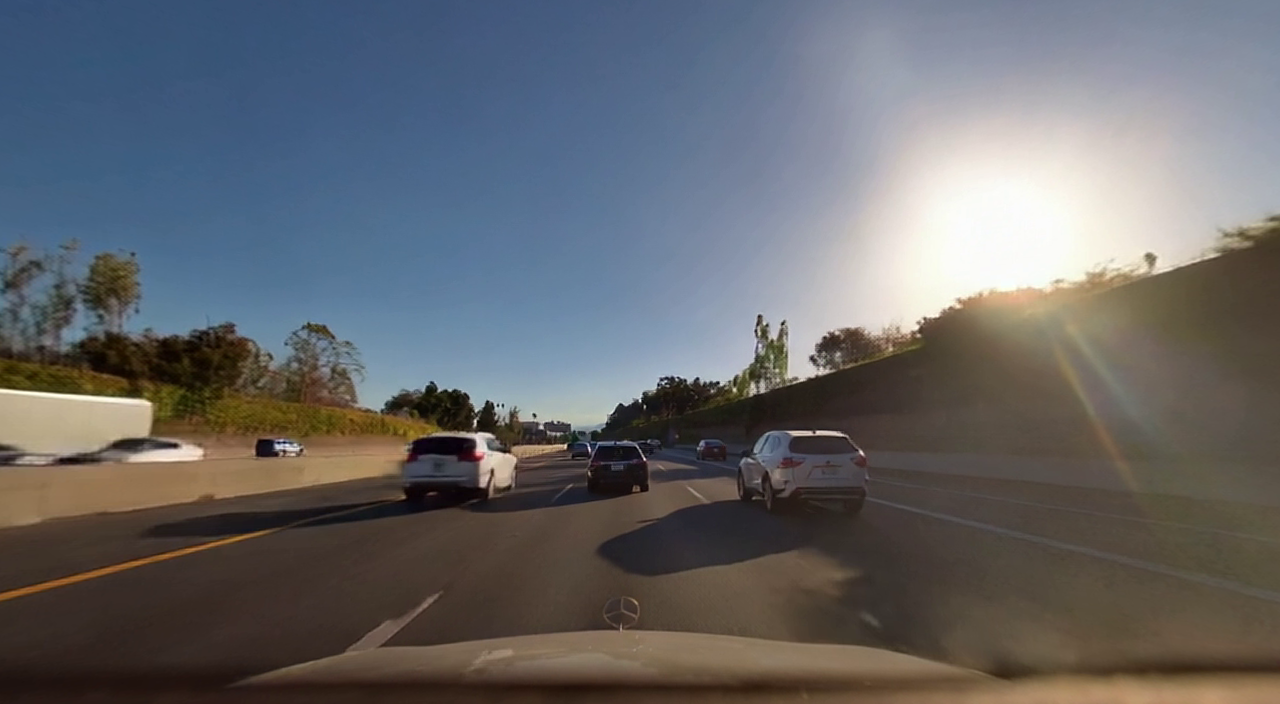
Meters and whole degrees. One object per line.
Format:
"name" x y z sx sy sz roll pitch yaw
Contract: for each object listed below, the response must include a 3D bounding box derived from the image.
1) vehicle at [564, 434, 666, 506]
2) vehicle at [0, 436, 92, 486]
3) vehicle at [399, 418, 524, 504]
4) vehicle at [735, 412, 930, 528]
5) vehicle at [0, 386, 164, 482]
"vehicle" -0.577 2.732 15.084 2.098 1.475 3.997 0 -8 -2
"vehicle" -22.031 3.799 22.211 1.839 1.607 4.151 0 -8 -2
"vehicle" -4.536 2.842 16.925 1.983 1.948 4.822 0 -8 -1
"vehicle" 3.396 2.203 12.357 2.162 1.800 4.693 0 -8 -2
"vehicle" -26.744 3.541 26.929 2.809 3.756 13.707 0 -8 -3
